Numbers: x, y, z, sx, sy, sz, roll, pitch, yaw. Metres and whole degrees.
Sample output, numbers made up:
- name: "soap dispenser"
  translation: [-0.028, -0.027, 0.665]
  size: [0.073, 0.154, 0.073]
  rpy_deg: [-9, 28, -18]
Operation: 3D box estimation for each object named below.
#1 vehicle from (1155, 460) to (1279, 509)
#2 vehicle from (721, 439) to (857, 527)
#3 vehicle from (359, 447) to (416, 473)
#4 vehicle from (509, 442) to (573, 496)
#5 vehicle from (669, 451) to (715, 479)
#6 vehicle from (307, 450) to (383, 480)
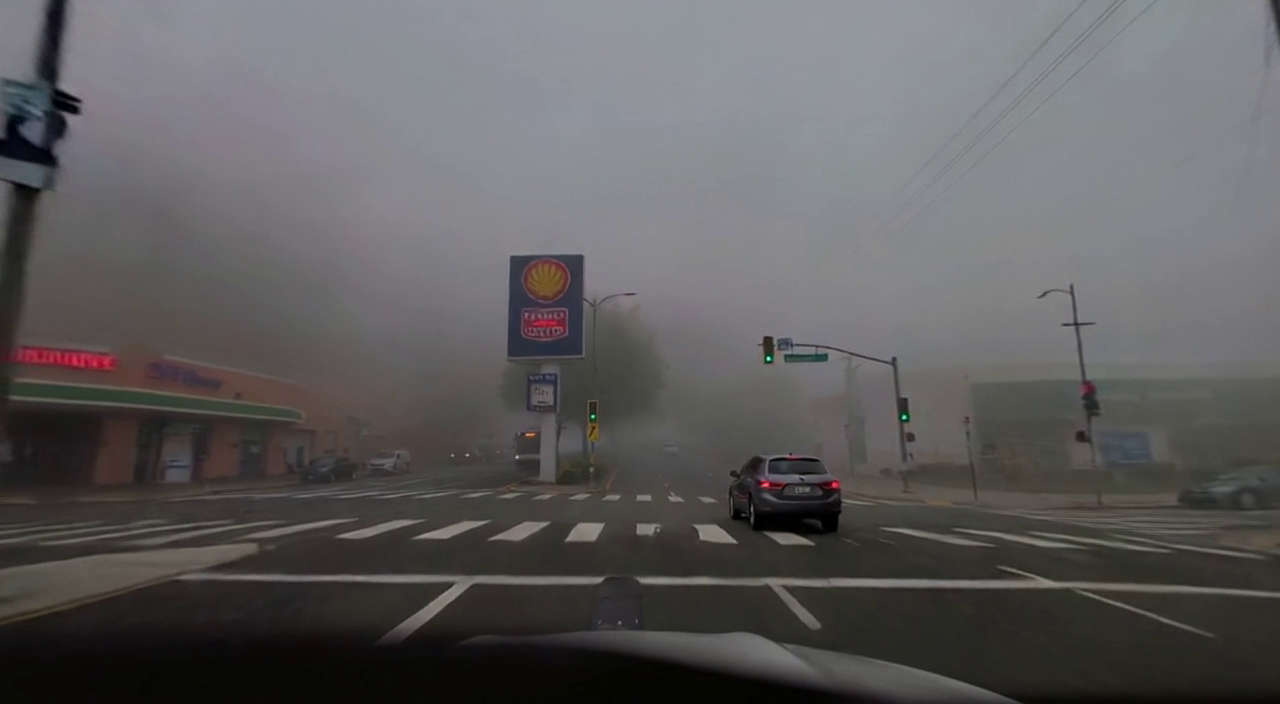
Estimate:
- name: "vehicle"
  translation: [21.004, 4.488, 21.539]
  size: [4.727, 1.514, 2.211]
  rpy_deg: [0, -8, 1]
- name: "vehicle"
  translation: [3.164, 2.854, 14.349]
  size: [1.999, 1.679, 4.217]
  rpy_deg: [0, -8, -1]
- name: "vehicle"
  translation: [-17.911, 7.654, 44.897]
  size: [2.079, 1.672, 4.333]
  rpy_deg: [0, -8, 2]
- name: "vehicle"
  translation: [-3.743, 4.615, 24.545]
  size: [2.189, 1.836, 4.693]
  rpy_deg: [0, -12, -6]
- name: "vehicle"
  translation: [2.930, 6.492, 36.405]
  size: [2.282, 1.458, 4.362]
  rpy_deg: [0, -8, 0]
- name: "vehicle"
  translation: [-17.807, 6.799, 38.334]
  size: [1.956, 1.634, 5.000]
  rpy_deg: [0, -8, 3]
